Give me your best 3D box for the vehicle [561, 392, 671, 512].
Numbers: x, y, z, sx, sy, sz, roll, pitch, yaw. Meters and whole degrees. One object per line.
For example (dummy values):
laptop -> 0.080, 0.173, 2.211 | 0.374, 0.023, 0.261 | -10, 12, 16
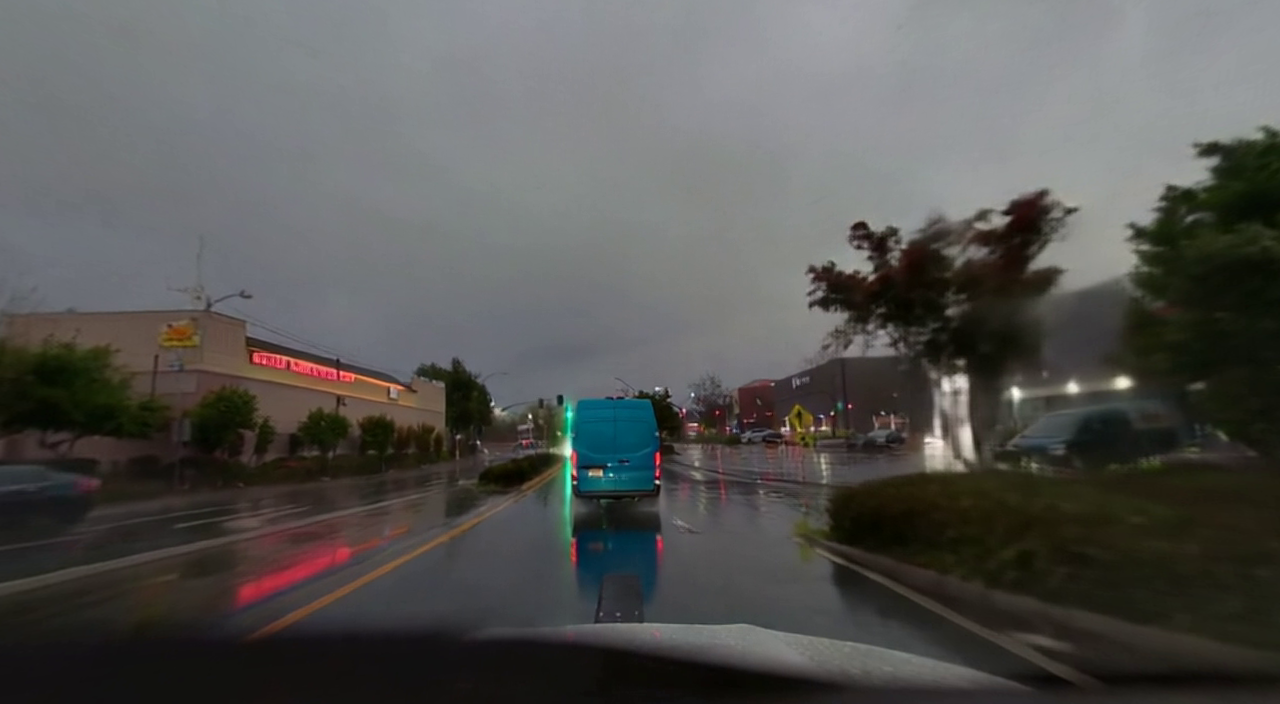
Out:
vehicle -> -0.833, 2.626, 16.782 | 2.432, 2.624, 5.670 | 1, -9, -6
